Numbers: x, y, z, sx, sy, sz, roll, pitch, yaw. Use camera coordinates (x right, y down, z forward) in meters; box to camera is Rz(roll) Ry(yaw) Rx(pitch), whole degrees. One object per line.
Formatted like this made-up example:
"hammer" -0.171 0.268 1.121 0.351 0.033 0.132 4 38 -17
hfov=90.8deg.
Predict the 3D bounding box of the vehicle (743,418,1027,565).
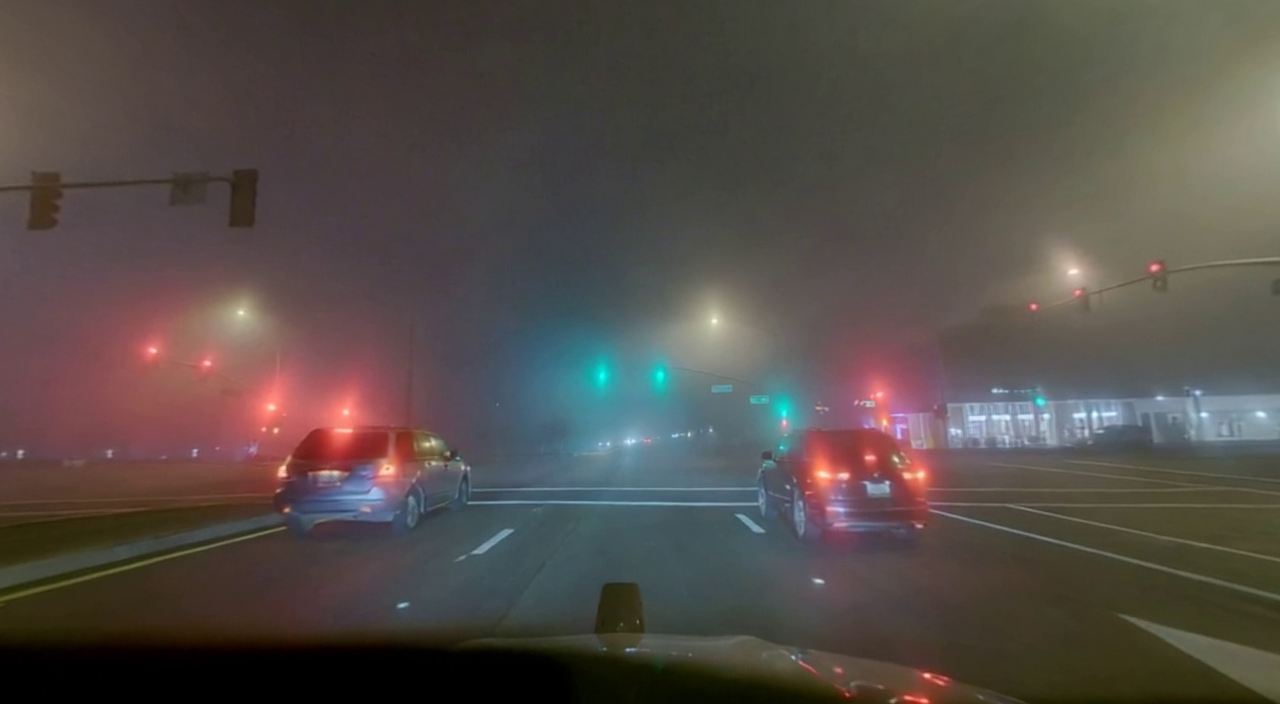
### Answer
"vehicle" 2.950 1.804 9.025 2.130 1.524 4.722 0 -8 0

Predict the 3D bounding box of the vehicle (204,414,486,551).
"vehicle" -3.898 1.806 9.454 1.973 1.526 4.533 0 -8 1
